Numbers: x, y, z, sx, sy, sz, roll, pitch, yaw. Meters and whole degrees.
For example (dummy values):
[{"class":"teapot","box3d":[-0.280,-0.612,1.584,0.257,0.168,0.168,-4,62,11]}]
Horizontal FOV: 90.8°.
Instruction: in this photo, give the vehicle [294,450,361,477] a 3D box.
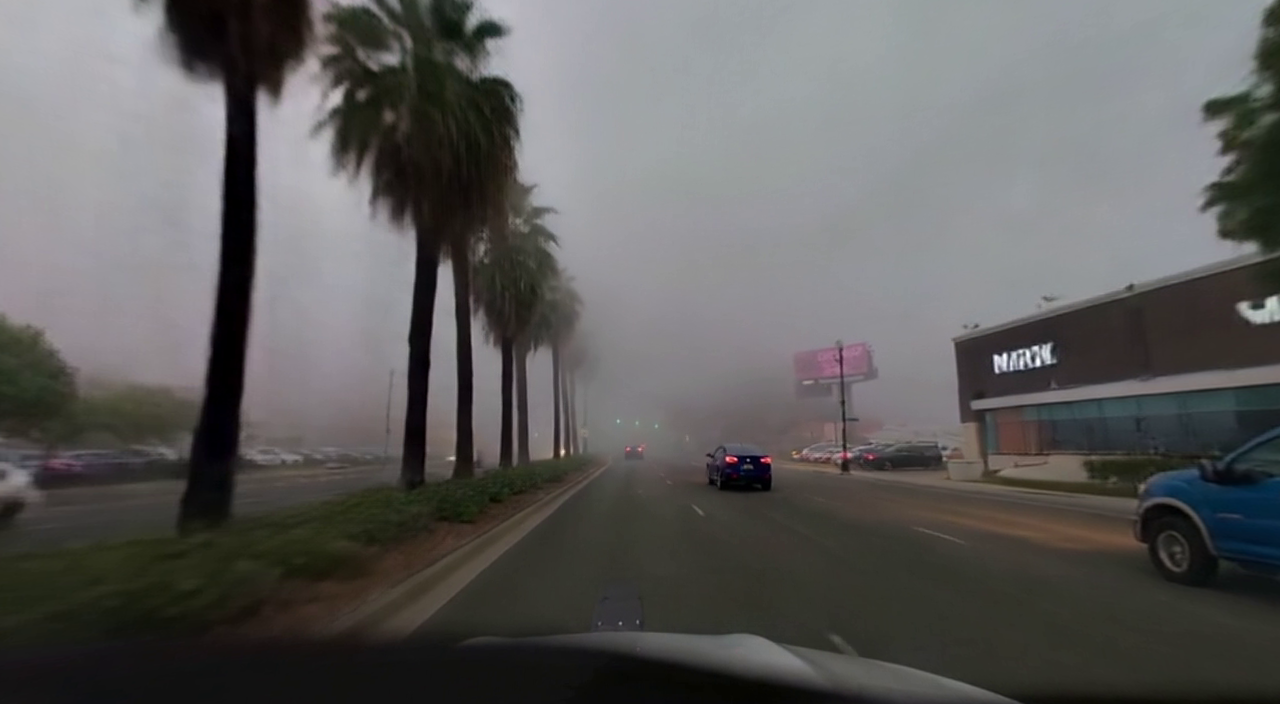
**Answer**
[{"class":"vehicle","box3d":[-19.500,6.943,39.678,1.983,1.492,4.904,-1,-8,-3]}]

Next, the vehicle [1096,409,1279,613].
[{"class":"vehicle","box3d":[6.169,1.147,4.220,2.140,1.606,5.437,0,-9,-1]}]

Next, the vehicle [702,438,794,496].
[{"class":"vehicle","box3d":[3.115,3.400,19.130,1.889,1.541,4.303,0,-8,-2]}]

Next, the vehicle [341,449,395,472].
[{"class":"vehicle","box3d":[-19.545,7.804,45.646,1.840,1.524,4.923,0,-8,-2]}]

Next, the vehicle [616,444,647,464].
[{"class":"vehicle","box3d":[-0.683,7.853,48.621,2.258,1.468,4.076,0,-8,-2]}]

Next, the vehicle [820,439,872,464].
[{"class":"vehicle","box3d":[15.367,7.478,47.473,2.067,1.772,4.910,0,-9,-2]}]

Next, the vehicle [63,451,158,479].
[{"class":"vehicle","box3d":[-31.962,6.805,38.251,4.210,1.549,1.855,7,-11,-40]}]

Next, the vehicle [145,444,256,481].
[{"class":"vehicle","box3d":[-24.329,6.112,35.372,2.112,1.821,5.960,-1,-8,-2]}]

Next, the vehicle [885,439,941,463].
[{"class":"vehicle","box3d":[20.542,7.459,47.766,1.925,1.724,4.458,1,-9,-4]}]
